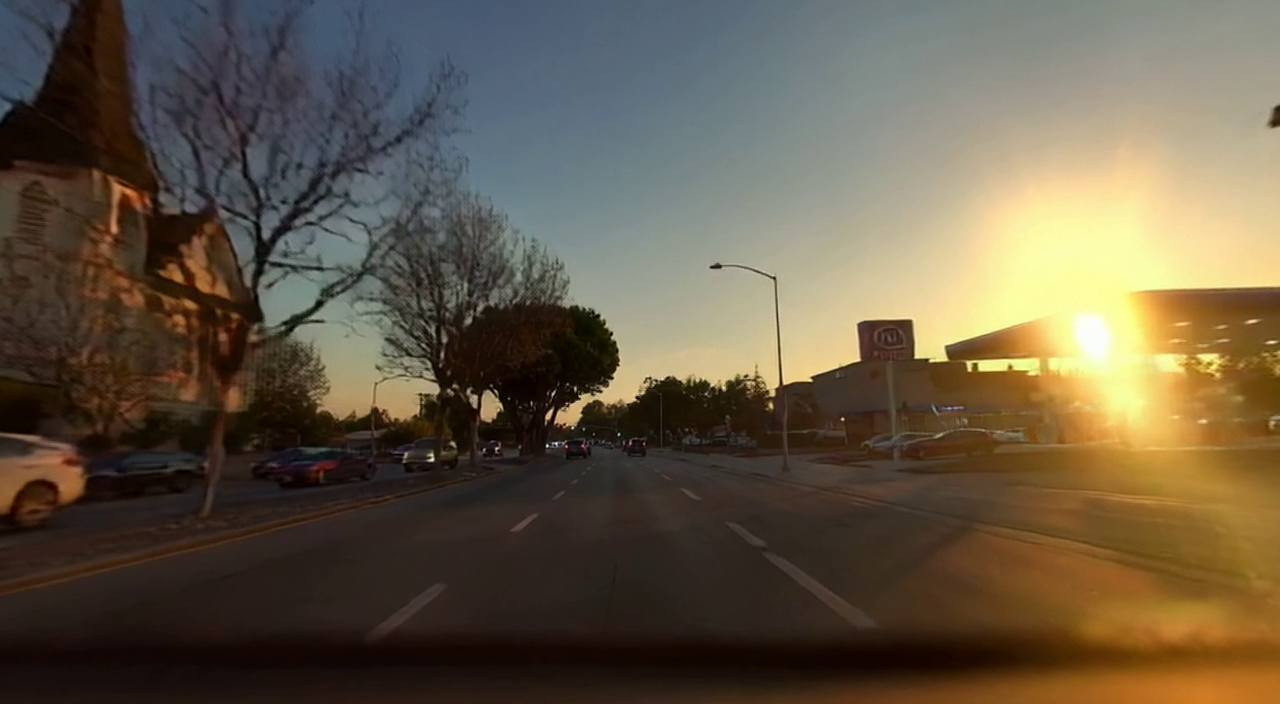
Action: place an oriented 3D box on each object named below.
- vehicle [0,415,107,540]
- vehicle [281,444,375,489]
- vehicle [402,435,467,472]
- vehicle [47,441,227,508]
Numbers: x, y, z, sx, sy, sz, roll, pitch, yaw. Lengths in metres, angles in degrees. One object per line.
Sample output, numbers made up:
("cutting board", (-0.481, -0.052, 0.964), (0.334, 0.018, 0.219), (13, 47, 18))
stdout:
("vehicle", (-11.064, 1.928, 9.290), (2.206, 1.922, 4.968), (-3, -8, -1))
("vehicle", (-11.351, 4.160, 23.246), (1.771, 1.508, 3.453), (0, -8, -2))
("vehicle", (-11.885, 5.891, 36.931), (2.229, 1.957, 5.057), (0, -8, -2))
("vehicle", (-14.909, 3.625, 19.128), (2.086, 1.702, 4.206), (-2, -9, -2))
